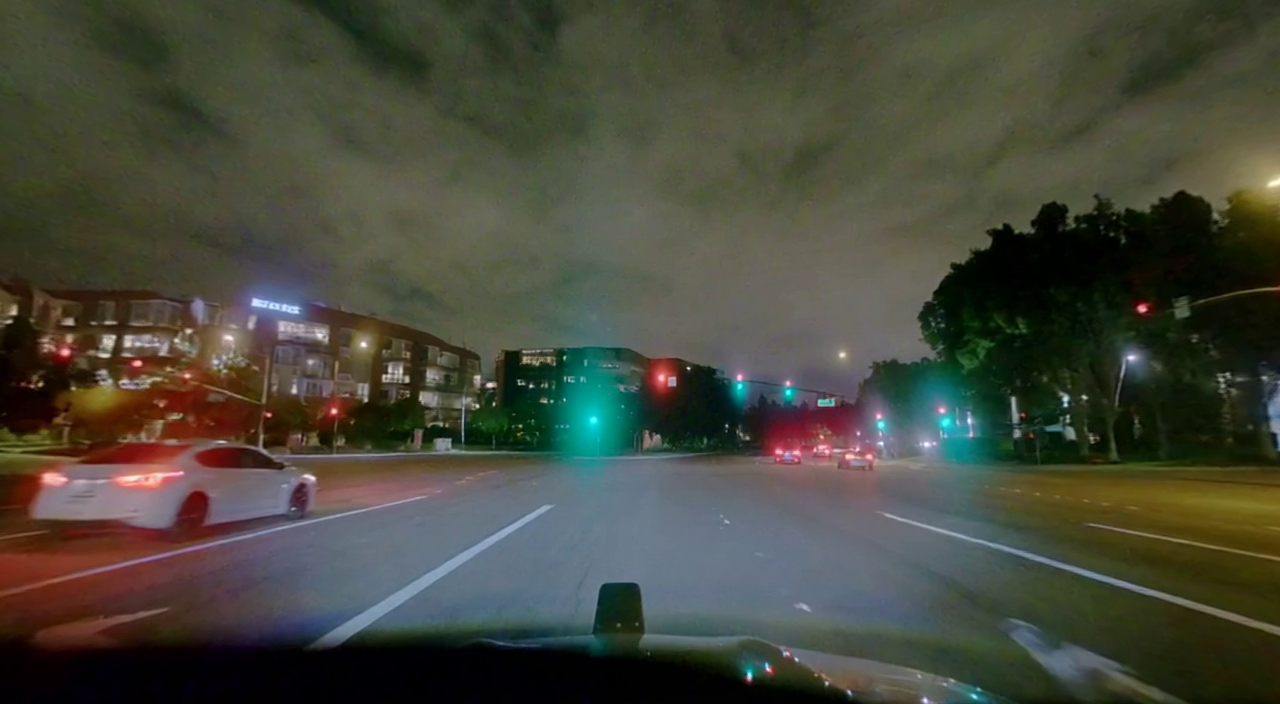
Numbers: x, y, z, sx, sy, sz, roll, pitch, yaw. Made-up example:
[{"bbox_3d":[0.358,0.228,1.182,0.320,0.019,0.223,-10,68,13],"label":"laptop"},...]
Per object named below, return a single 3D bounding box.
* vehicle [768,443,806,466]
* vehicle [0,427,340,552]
[{"bbox_3d":[9.866,6.899,42.704,1.988,1.460,3.996,-1,-9,6],"label":"vehicle"},{"bbox_3d":[-6.845,1.970,9.833,2.063,1.455,4.651,0,-8,0],"label":"vehicle"}]
